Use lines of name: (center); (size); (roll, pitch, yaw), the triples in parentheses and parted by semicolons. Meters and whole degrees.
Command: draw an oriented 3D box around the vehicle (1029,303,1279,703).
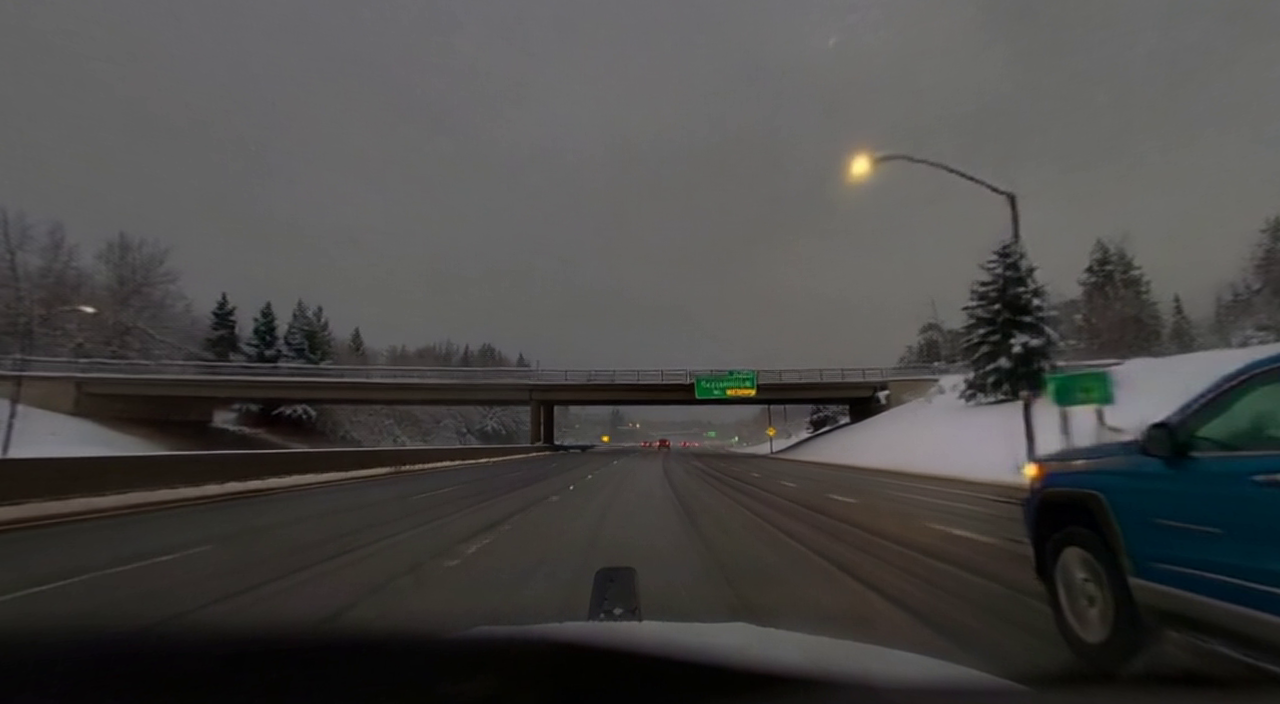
vehicle: (3.840, 0.631, 1.877); (2.155, 1.918, 4.945); (0, -9, 0)
